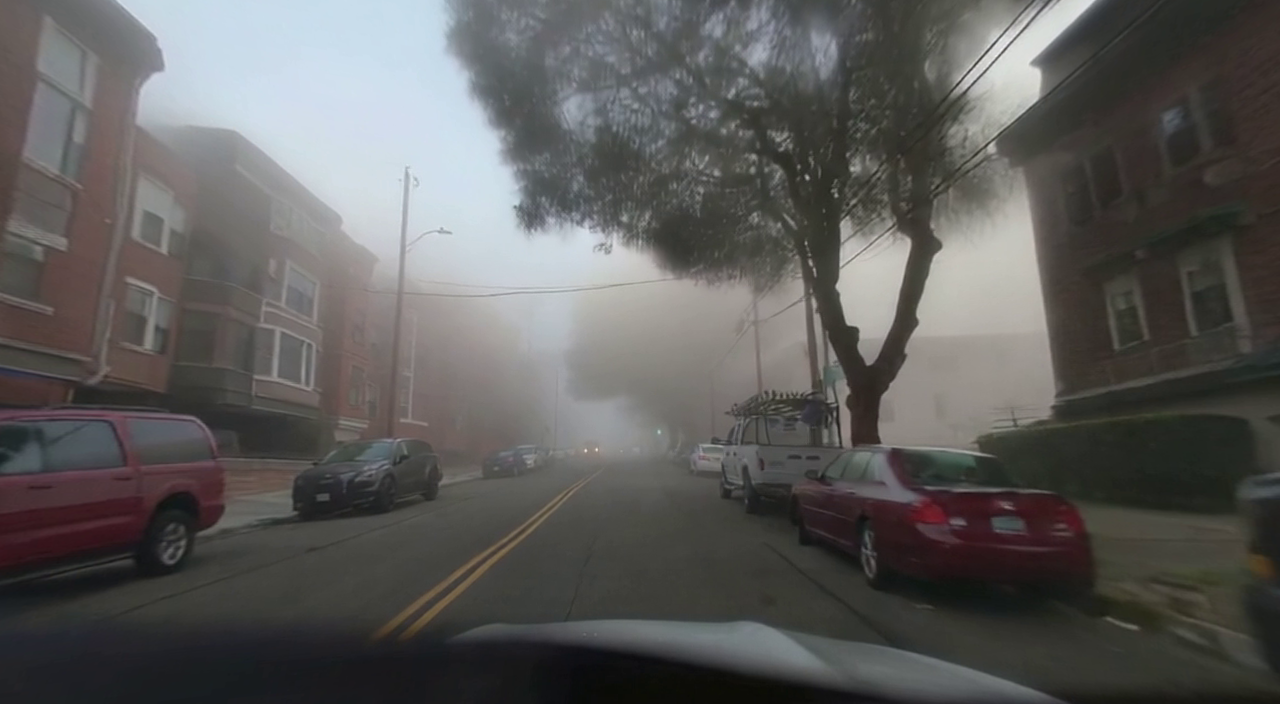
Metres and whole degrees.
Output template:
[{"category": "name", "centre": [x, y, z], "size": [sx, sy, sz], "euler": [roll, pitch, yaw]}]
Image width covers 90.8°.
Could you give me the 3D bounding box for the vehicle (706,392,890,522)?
[{"category": "vehicle", "centre": [3.027, 2.229, 13.841], "size": [2.480, 2.230, 5.704], "euler": [0, -8, -1]}]

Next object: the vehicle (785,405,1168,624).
[{"category": "vehicle", "centre": [3.086, 1.550, 6.974], "size": [1.896, 1.675, 4.000], "euler": [0, -8, -2]}]

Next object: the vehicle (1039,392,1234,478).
[{"category": "vehicle", "centre": [14.868, 2.536, 19.125], "size": [4.234, 1.965, 2.025], "euler": [7, -9, 2]}]

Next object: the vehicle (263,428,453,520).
[{"category": "vehicle", "centre": [-6.789, 2.990, 16.204], "size": [2.259, 1.899, 5.643], "euler": [0, -8, 0]}]

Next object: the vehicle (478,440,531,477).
[{"category": "vehicle", "centre": [-7.019, 5.563, 33.292], "size": [1.930, 1.756, 4.955], "euler": [0, -8, -3]}]

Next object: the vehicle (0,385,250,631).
[{"category": "vehicle", "centre": [-6.694, 1.435, 6.012], "size": [2.235, 2.119, 6.061], "euler": [0, -8, -2]}]
